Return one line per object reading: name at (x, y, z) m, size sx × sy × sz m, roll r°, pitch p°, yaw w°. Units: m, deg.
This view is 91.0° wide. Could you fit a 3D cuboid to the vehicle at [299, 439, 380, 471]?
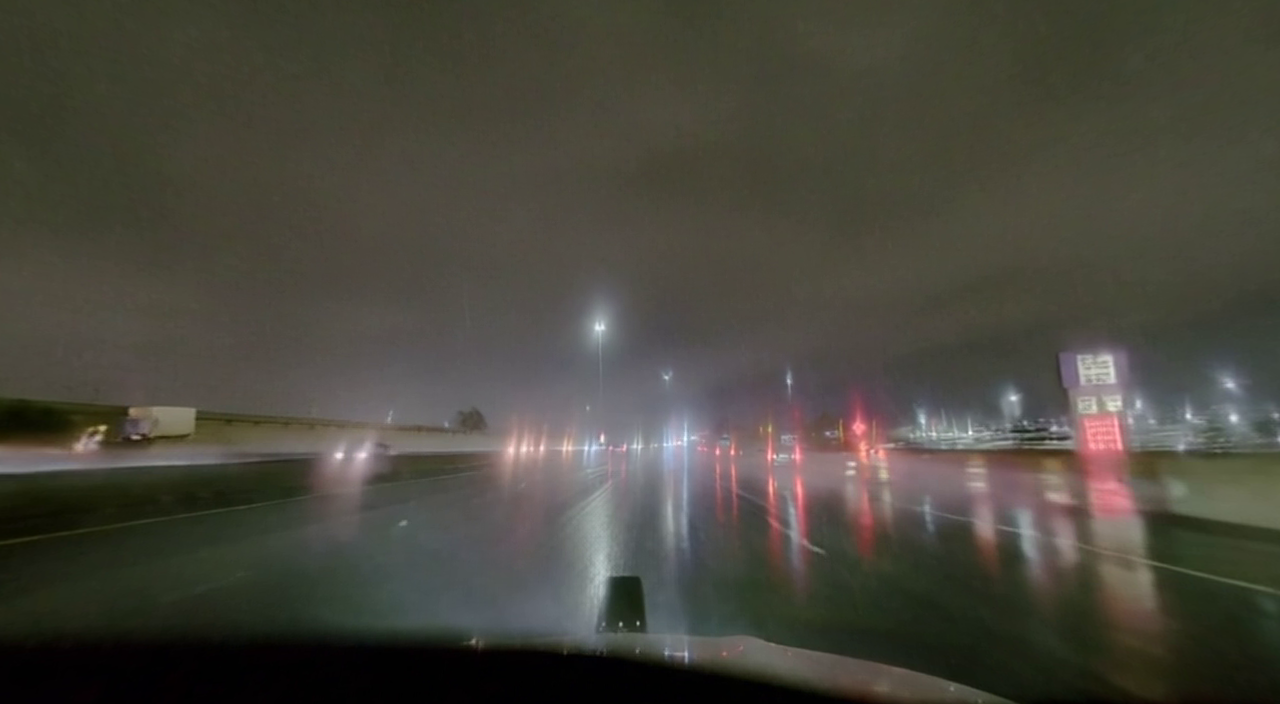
vehicle at (-15.215, 5.231, 32.117) m, size 1.931 × 1.525 × 4.044 m, roll -1°, pitch -9°, yaw 3°
